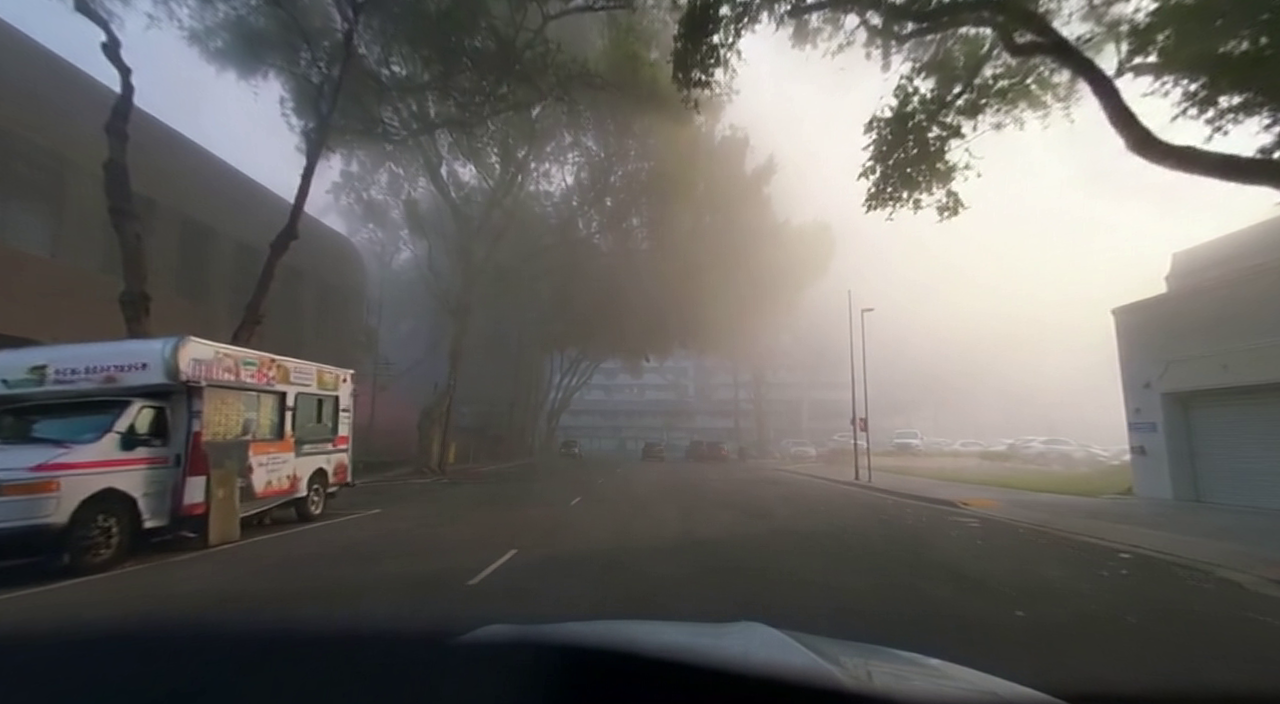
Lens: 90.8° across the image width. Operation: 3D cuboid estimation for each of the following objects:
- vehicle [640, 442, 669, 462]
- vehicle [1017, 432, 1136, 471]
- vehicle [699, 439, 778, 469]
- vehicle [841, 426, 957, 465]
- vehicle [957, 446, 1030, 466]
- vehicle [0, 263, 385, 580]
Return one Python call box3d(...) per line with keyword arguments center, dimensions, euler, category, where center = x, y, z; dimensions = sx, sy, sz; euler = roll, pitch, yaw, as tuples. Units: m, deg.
box3d(center=(1.083, 7.688, 48.543), dimensions=(2.046, 1.445, 4.001), euler=(0, -8, -1), category="vehicle")
box3d(center=(26.672, 6.095, 38.741), dimensions=(5.596, 2.168, 2.307), euler=(1, -8, -2), category="vehicle")
box3d(center=(6.079, 6.253, 38.962), dimensions=(4.626, 1.723, 1.939), euler=(5, -10, -31), category="vehicle")
box3d(center=(14.573, 5.299, 35.836), dimensions=(5.540, 2.045, 2.259), euler=(-1, -8, 0), category="vehicle")
box3d(center=(27.486, 8.104, 49.166), dimensions=(4.558, 1.452, 1.790), euler=(0, -8, 0), category="vehicle")
box3d(center=(-6.966, 1.188, 9.952), dimensions=(2.968, 3.222, 7.036), euler=(-1, -9, 0), category="vehicle")
